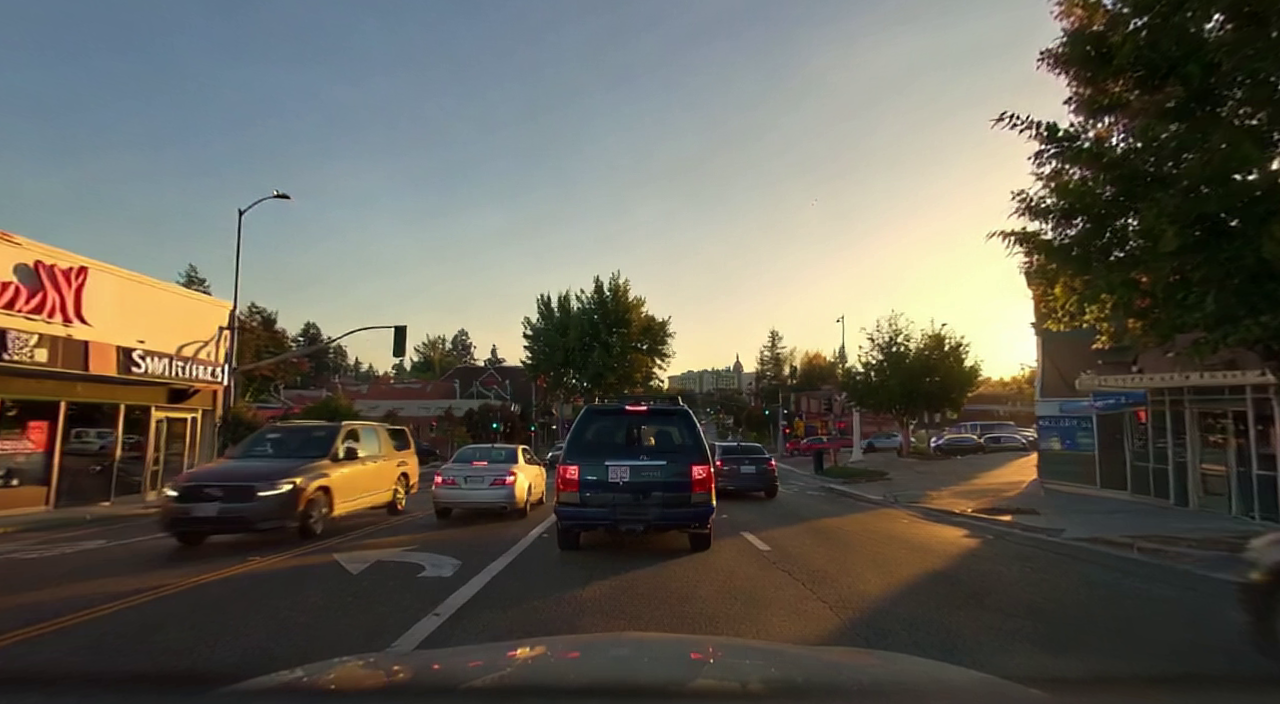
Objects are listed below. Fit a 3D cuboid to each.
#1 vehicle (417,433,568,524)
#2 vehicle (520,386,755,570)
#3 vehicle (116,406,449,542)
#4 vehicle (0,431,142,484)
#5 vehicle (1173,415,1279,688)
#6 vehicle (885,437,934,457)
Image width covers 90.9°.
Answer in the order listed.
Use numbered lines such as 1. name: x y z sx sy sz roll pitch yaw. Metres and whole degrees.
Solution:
1. vehicle: -2.857 2.550 13.356 1.975 1.570 4.456 0 -8 2
2. vehicle: -0.056 1.803 9.851 2.638 2.065 5.313 0 -8 -1
3. vehicle: -6.547 2.377 13.098 3.233 2.097 6.390 0 -8 -1
4. vehicle: -24.264 4.299 26.024 2.131 1.887 6.053 -1 -8 5
5. vehicle: 4.604 0.871 1.772 1.994 1.545 4.919 0 -8 2
6. vehicle: 21.089 7.474 49.491 1.889 1.496 4.092 0 -9 -3
